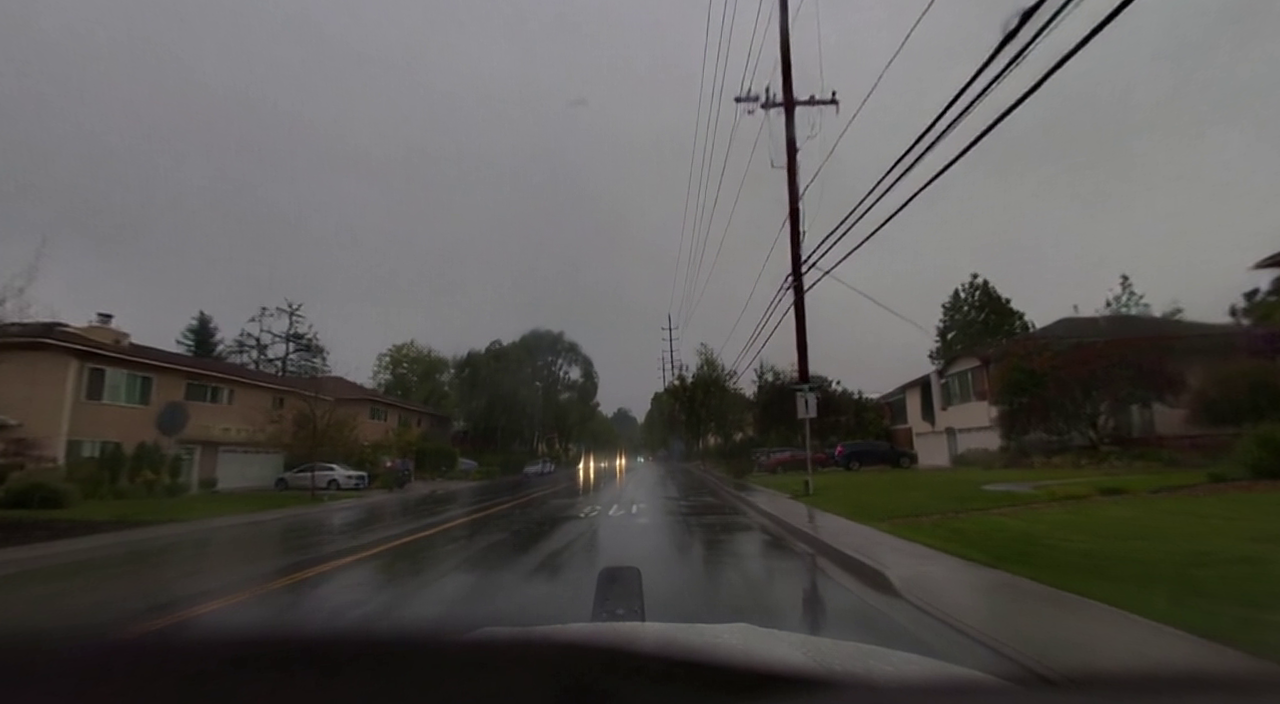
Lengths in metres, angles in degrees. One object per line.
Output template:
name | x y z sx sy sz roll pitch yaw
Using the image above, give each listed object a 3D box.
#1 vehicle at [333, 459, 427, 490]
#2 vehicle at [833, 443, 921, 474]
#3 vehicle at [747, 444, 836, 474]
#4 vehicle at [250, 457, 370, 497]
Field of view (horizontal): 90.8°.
vehicle | -14.232 6.688 34.711 4.260 1.588 1.927 -1 -9 6
vehicle | 13.021 5.876 34.890 4.122 1.610 1.888 0 -9 2
vehicle | 9.366 6.678 39.407 4.952 1.775 2.089 0 -9 0
vehicle | -15.147 5.705 29.091 4.500 1.714 1.924 -1 -9 7
